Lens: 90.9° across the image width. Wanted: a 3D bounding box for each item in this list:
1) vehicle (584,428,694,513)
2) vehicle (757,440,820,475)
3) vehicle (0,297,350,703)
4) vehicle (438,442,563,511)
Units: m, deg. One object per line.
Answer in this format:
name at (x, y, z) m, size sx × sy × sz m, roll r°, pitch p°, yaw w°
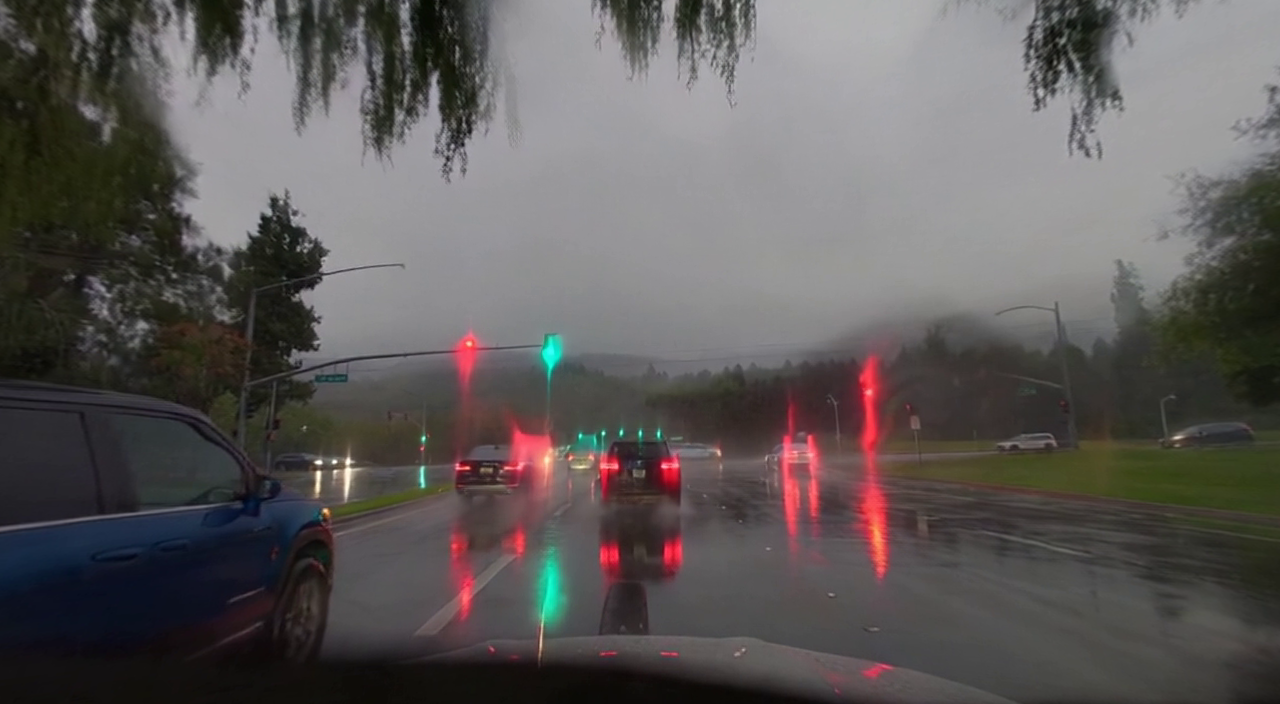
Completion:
vehicle at (-0.003, 2.811, 15.413) m, size 2.298 × 1.770 × 4.138 m, roll 0°, pitch -9°, yaw 0°
vehicle at (7.972, 5.719, 34.447) m, size 2.166 × 1.761 × 4.692 m, roll 0°, pitch -9°, yaw -2°
vehicle at (-3.532, 0.756, 2.445) m, size 2.320 × 1.863 × 5.148 m, roll 0°, pitch -9°, yaw 0°
vehicle at (-3.408, 3.146, 16.566) m, size 2.061 × 1.504 × 5.142 m, roll 0°, pitch -9°, yaw 0°
